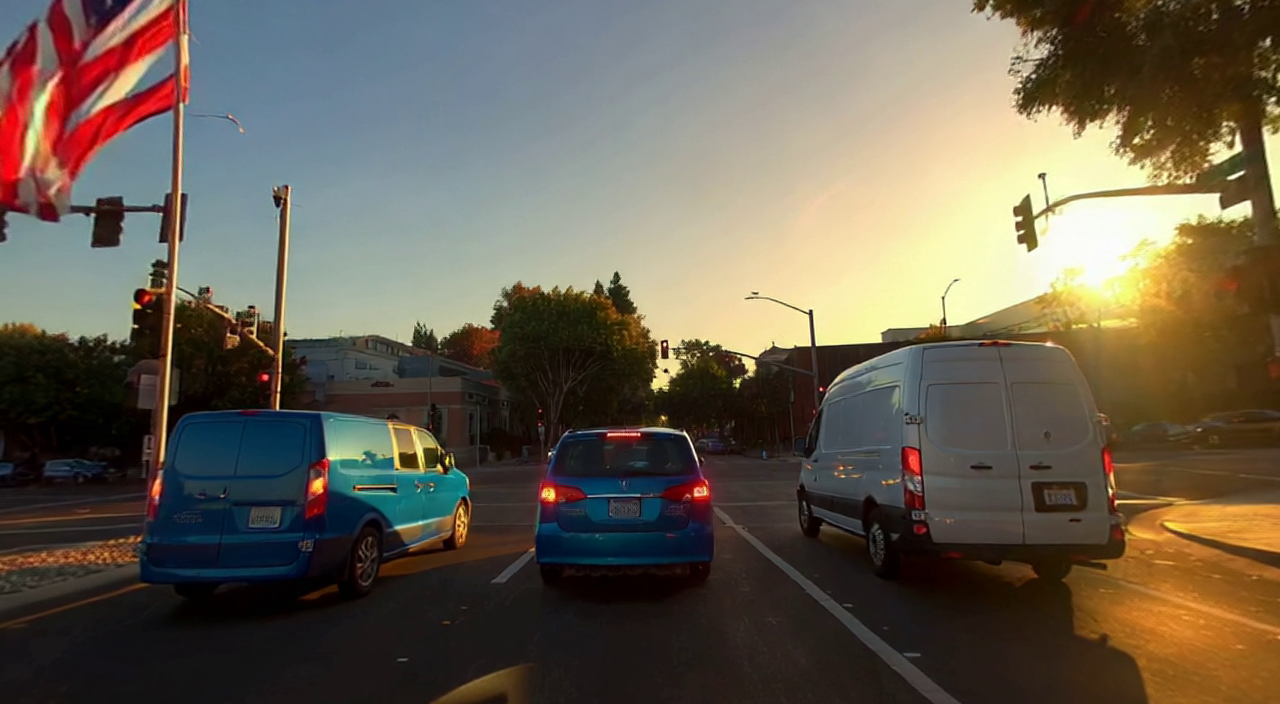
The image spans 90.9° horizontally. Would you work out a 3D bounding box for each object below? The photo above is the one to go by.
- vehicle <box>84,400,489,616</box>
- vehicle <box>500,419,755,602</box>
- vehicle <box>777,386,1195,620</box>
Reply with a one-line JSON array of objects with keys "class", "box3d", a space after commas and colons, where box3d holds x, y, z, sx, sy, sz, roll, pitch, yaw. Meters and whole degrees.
[{"class": "vehicle", "box3d": [-3.302, 1.529, 7.053, 2.024, 1.677, 3.998, -1, -9, 3]}, {"class": "vehicle", "box3d": [-0.140, 1.620, 7.339, 2.098, 1.494, 4.118, 0, -9, -1]}, {"class": "vehicle", "box3d": [3.090, 1.465, 7.023, 2.178, 1.746, 4.400, 0, -9, 1]}]
